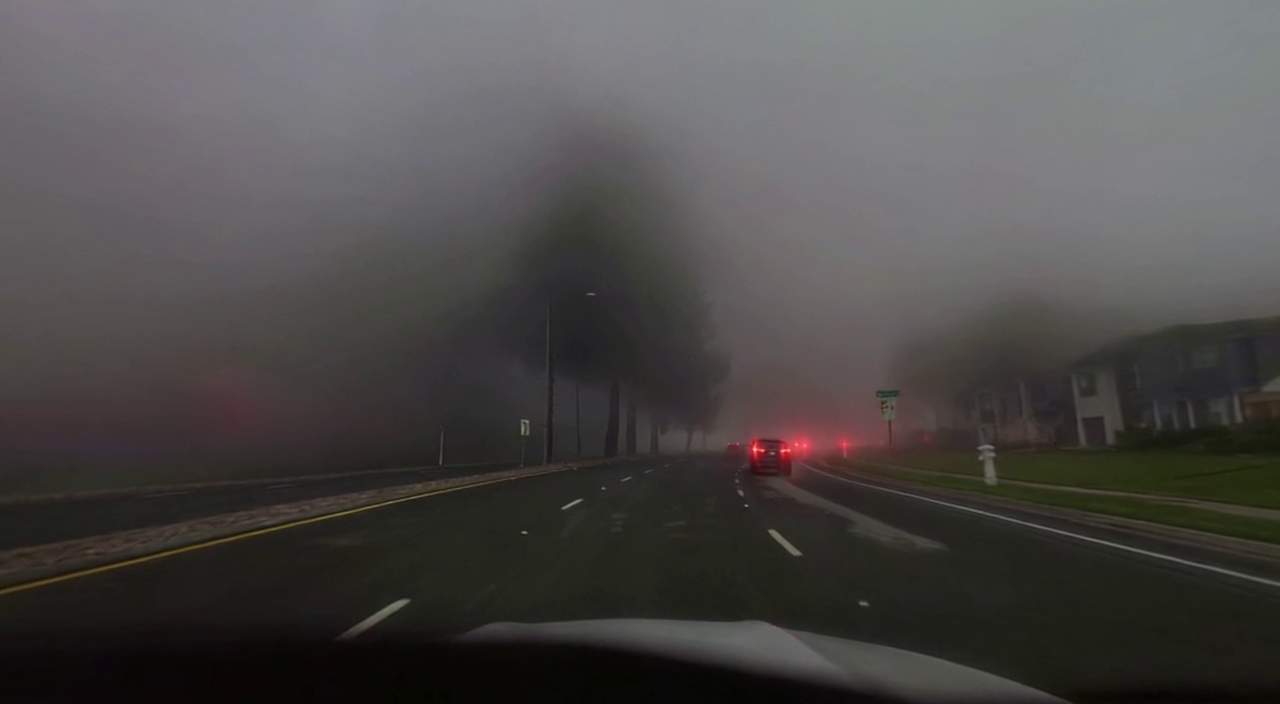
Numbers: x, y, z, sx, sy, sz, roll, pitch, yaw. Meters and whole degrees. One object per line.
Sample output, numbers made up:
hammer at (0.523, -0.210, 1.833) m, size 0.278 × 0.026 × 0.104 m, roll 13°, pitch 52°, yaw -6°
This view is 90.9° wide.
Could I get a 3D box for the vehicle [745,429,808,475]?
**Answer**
vehicle at (5.855, 4.348, 27.640) m, size 2.141 × 1.833 × 4.704 m, roll -1°, pitch -8°, yaw 6°
